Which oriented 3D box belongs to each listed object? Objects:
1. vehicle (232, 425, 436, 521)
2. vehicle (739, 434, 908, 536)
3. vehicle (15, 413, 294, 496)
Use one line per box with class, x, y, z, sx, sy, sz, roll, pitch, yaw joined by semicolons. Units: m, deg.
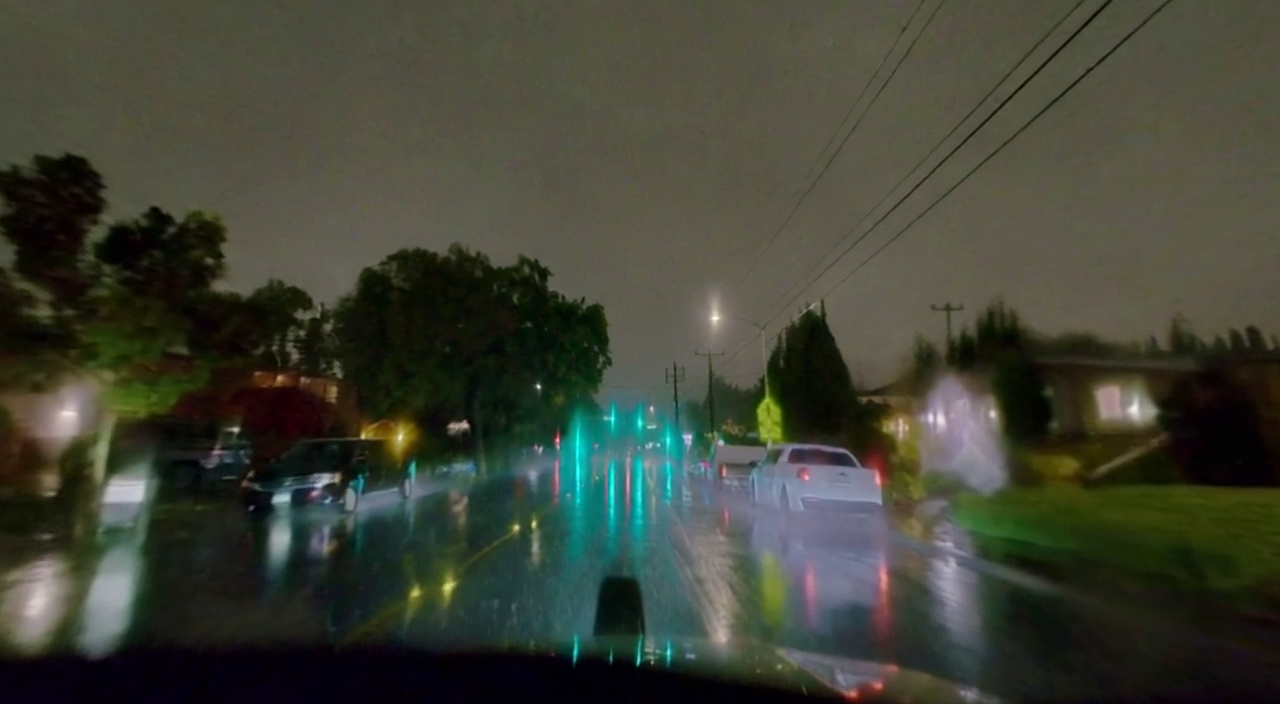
vehicle;-6.989;2.858;15.297;2.266;1.877;5.167;0;-10;1
vehicle;3.294;2.471;12.415;1.896;1.602;4.571;0;-9;0
vehicle;-15.028;3.208;19.963;6.526;2.046;2.522;4;-8;-1
